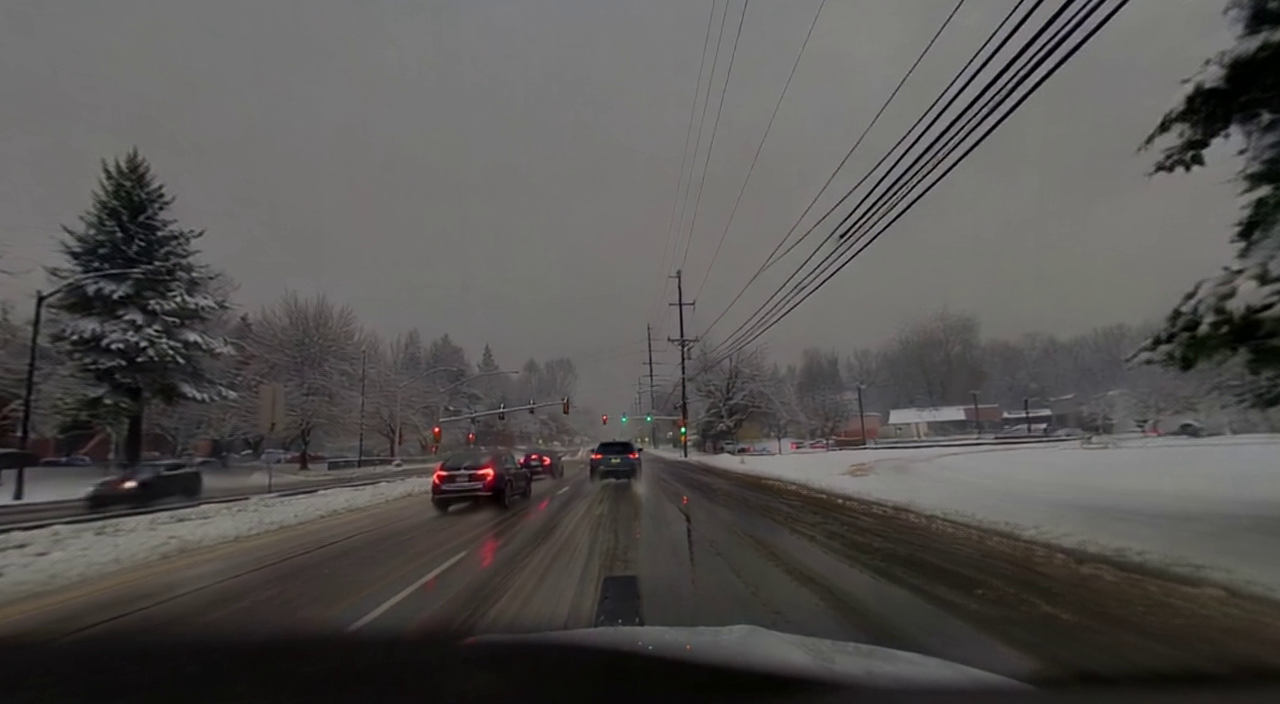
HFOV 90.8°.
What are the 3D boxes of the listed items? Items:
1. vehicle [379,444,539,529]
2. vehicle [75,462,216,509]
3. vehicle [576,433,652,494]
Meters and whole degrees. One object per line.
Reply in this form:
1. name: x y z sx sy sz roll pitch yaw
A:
1. vehicle: -3.553 2.693 13.394 2.064 1.464 4.373 0 -8 1
2. vehicle: -18.615 5.013 24.087 1.872 1.468 4.316 0 -8 0
3. vehicle: -0.793 3.661 21.162 2.276 1.850 3.897 0 -8 0
